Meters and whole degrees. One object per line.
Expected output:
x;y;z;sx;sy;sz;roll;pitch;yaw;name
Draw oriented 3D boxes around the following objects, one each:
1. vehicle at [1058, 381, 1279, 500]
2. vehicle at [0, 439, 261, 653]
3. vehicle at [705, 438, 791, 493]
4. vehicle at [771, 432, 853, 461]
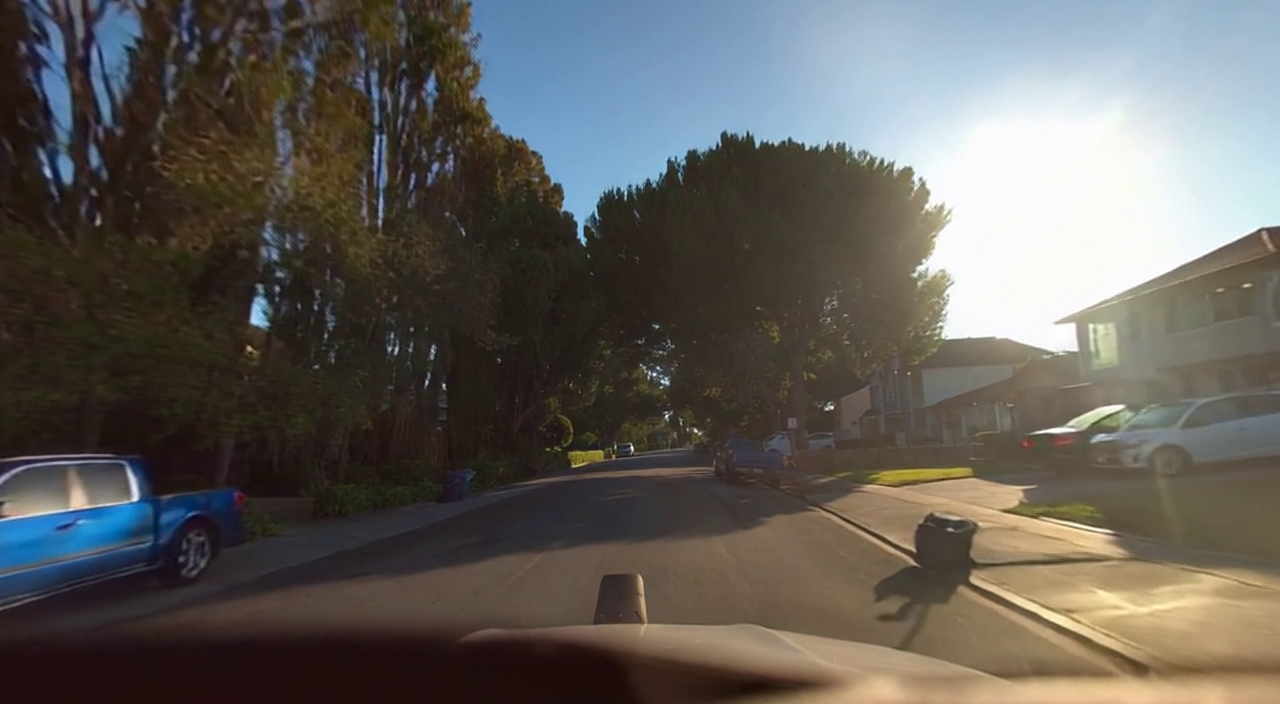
11.364;1.566;11.974;5.097;1.824;2.113;-6;-9;2;vehicle
-5.850;1.598;5.579;1.995;1.608;4.596;0;-8;2;vehicle
3.225;3.485;19.700;2.006;1.494;4.211;0;-8;1;vehicle
11.218;6.200;41.295;4.710;1.512;1.894;-4;-9;2;vehicle
